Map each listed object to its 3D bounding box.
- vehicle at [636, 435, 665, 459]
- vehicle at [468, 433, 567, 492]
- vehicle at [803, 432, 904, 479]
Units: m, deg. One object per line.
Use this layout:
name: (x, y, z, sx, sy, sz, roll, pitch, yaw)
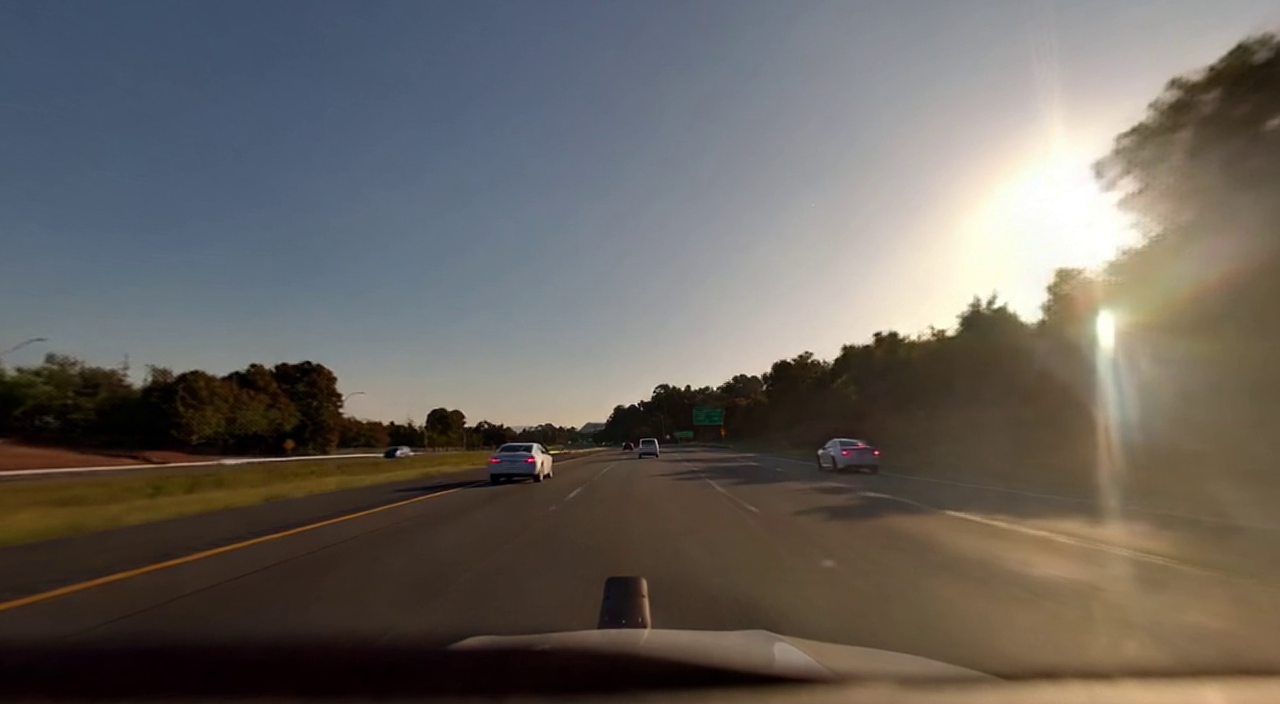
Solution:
vehicle: (0.758, 7.090, 46.966, 2.063, 1.698, 4.355, 0, -8, 0)
vehicle: (-3.539, 3.280, 19.049, 2.050, 1.546, 4.344, -1, -8, 1)
vehicle: (7.544, 3.698, 22.756, 1.870, 1.493, 5.015, 0, -8, 0)
